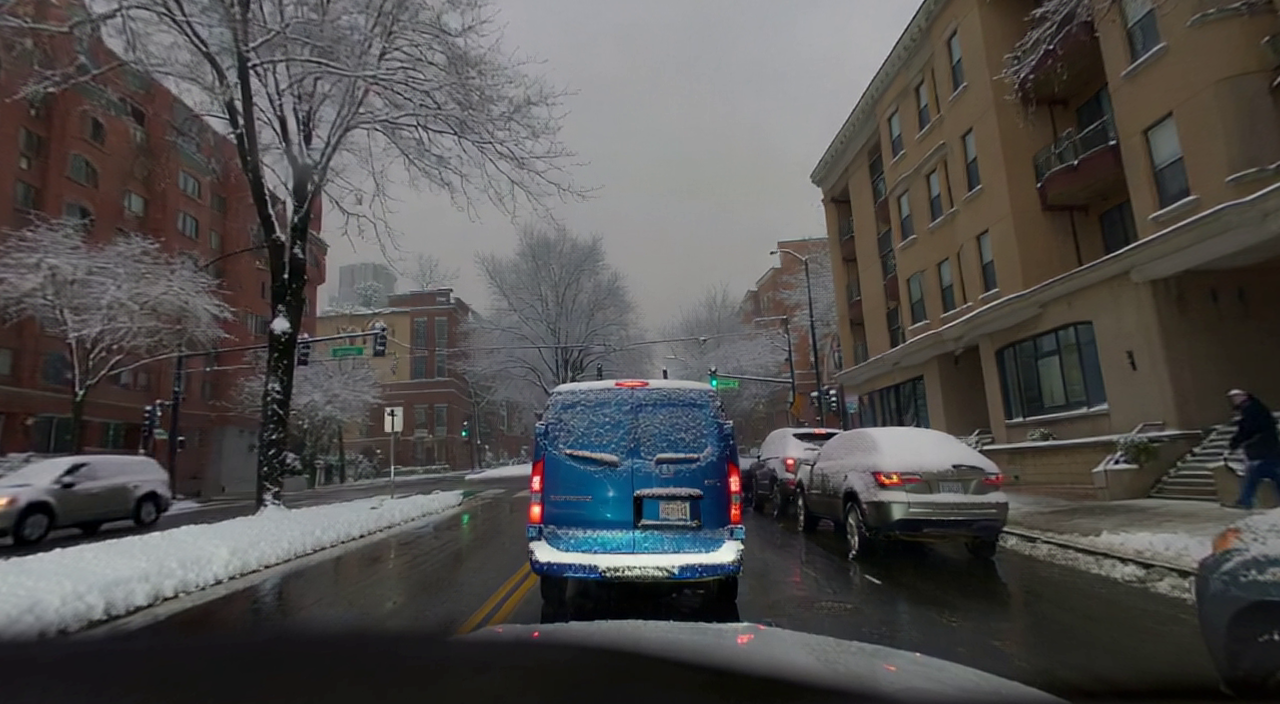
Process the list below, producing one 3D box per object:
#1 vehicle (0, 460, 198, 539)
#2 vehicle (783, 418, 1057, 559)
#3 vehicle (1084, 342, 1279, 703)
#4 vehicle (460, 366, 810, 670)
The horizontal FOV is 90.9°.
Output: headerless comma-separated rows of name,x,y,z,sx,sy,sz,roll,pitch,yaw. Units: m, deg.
vehicle,-12.906,3.382,15.097,1.852,1.485,4.428,1,-9,-7
vehicle,3.917,2.000,10.016,2.061,1.676,4.734,0,-9,-2
vehicle,3.803,0.692,1.735,2.157,1.748,4.130,0,-9,1
vehicle,-0.032,1.321,6.031,2.101,1.828,4.270,0,-9,0
